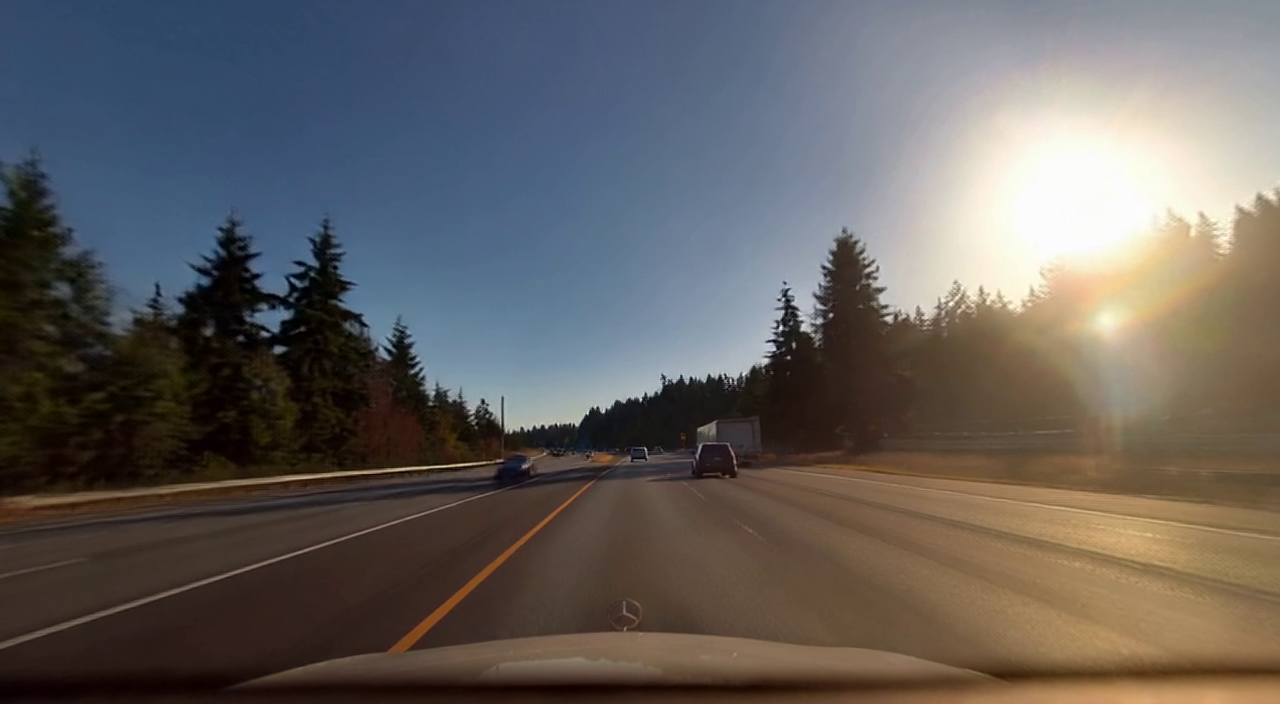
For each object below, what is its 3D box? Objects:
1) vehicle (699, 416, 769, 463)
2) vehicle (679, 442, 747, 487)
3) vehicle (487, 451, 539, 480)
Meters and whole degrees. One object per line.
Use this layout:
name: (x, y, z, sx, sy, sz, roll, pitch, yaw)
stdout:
vehicle: (6.834, 6.693, 47.332, 3.536, 3.160, 9.428, 0, -9, -2)
vehicle: (2.853, 4.546, 25.804, 2.123, 1.620, 4.959, 0, -9, -1)
vehicle: (-7.129, 6.397, 35.685, 1.979, 1.503, 4.572, 0, -9, 0)
